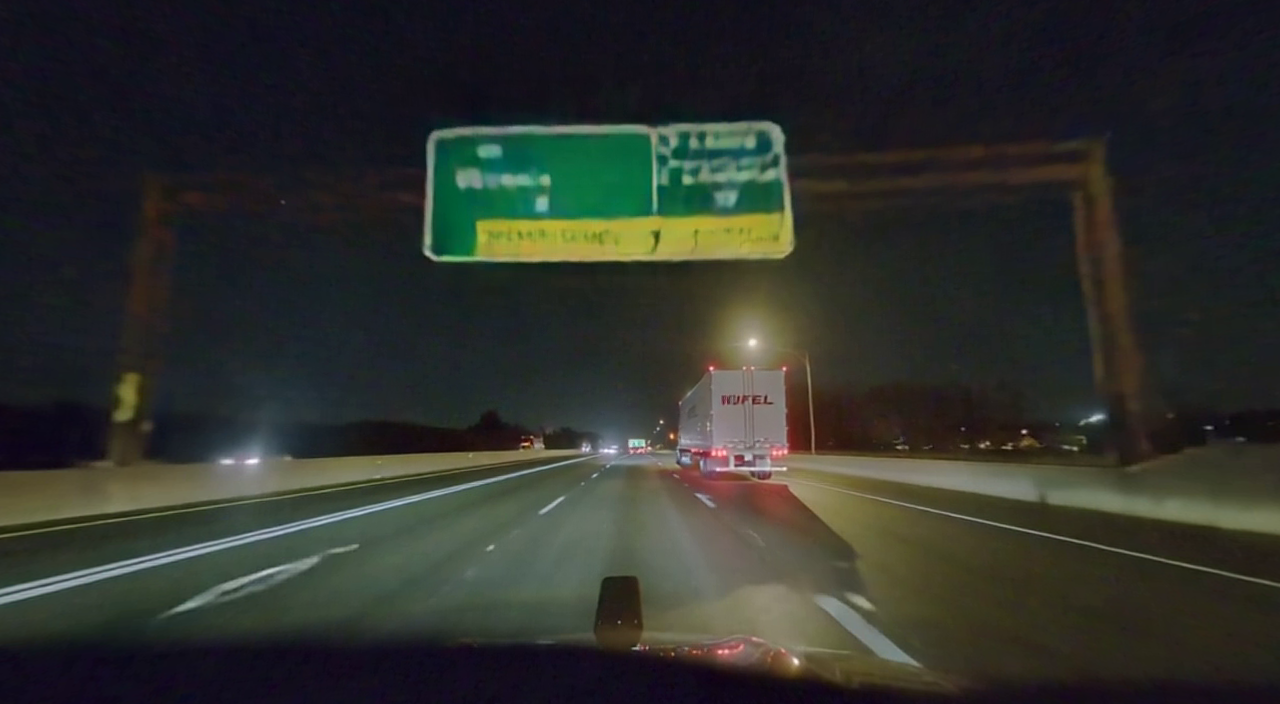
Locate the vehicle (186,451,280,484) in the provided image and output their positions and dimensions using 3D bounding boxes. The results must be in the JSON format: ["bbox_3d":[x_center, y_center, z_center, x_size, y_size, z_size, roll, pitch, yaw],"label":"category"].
[{"bbox_3d":[-19.176,5.441,29.762,1.800,1.453,3.931,0,-9,1],"label":"vehicle"}]

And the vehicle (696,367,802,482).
[{"bbox_3d":[4.221,3.207,26.482,2.869,4.013,8.610,0,-9,0],"label":"vehicle"}]
